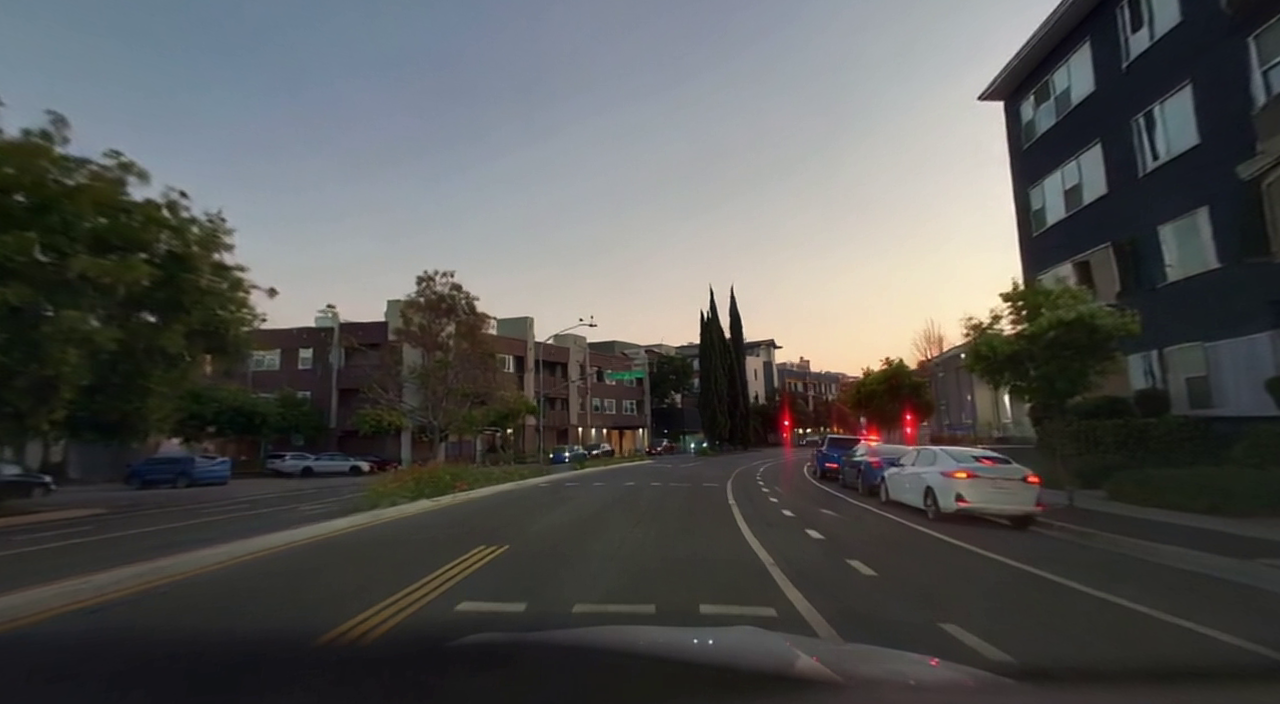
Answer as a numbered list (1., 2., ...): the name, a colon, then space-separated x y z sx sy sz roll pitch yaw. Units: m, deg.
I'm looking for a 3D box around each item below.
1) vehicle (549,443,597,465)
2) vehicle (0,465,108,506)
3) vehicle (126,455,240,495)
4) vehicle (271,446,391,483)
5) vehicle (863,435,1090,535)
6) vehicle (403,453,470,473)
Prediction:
1. vehicle: -4.998 7.638 47.598 1.882 1.508 4.476 -3 -9 19
2. vehicle: -24.495 5.406 25.840 4.250 1.490 1.951 -3 -8 15
3. vehicle: -23.158 6.187 32.058 4.462 1.832 2.103 -2 -8 11
4. vehicle: -18.235 6.636 37.417 6.006 1.964 2.474 -1 -10 12
5. vehicle: 6.025 2.392 12.194 2.077 1.502 4.902 -1 -8 6
6. vehicle: -14.729 8.031 45.819 4.178 1.407 2.012 -2 -9 14
